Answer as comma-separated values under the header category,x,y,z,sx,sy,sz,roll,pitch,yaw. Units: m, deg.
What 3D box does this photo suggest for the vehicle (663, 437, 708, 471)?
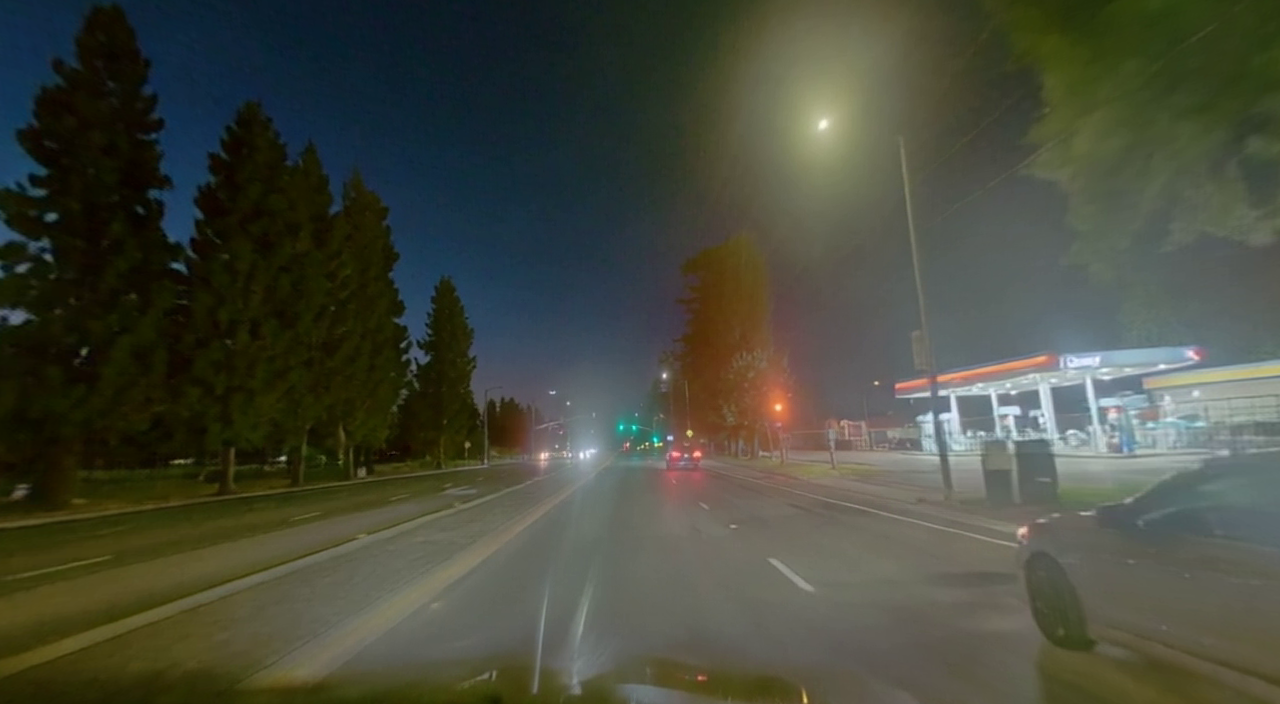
category,x,y,z,sx,sy,sz,roll,pitch,yaw
vehicle,2.568,5.972,37.103,2.115,1.840,4.777,0,-9,-2

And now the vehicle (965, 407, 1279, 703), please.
category,x,y,z,sx,sy,sz,roll,pitch,yaw
vehicle,3.554,0.980,2.641,2.061,1.475,4.296,0,-9,0
